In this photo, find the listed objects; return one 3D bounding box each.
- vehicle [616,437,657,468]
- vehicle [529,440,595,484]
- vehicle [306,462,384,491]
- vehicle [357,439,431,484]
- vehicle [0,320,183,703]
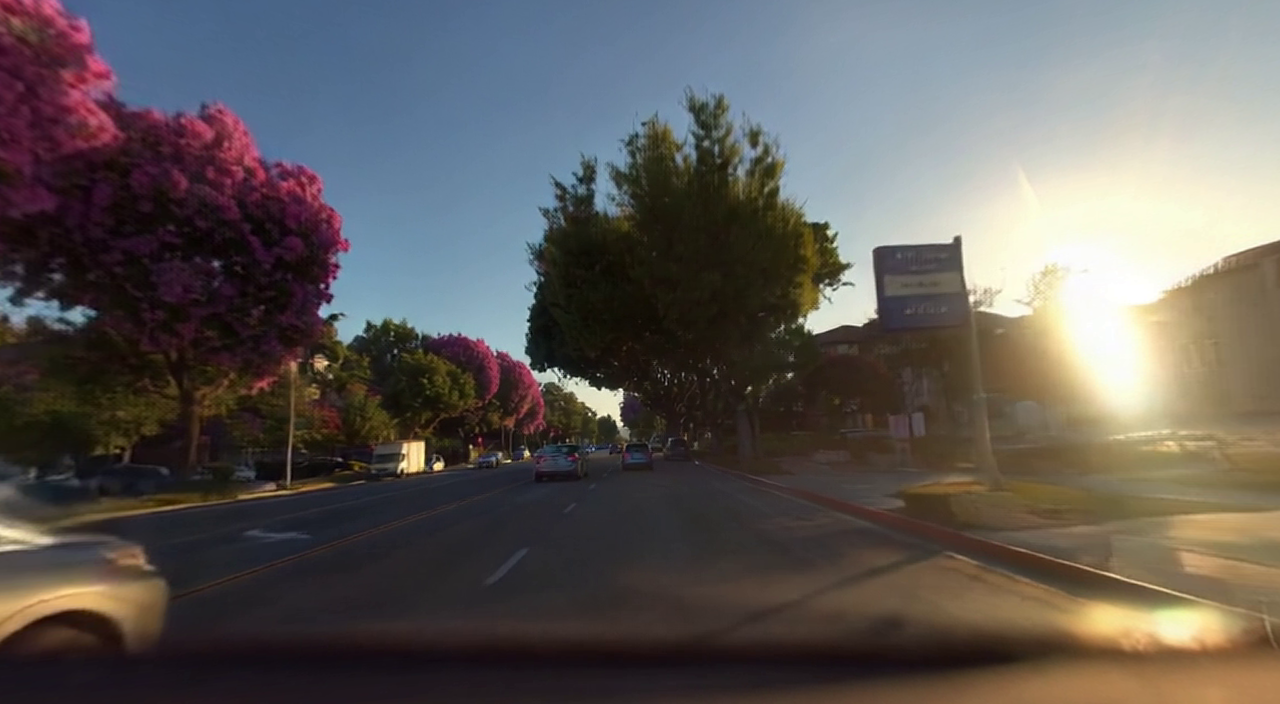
[{"bbox_3d":[-0.258,6.161,38.788,2.376,1.801,4.317,0,-9,-2],"label":"vehicle"},{"bbox_3d":[-3.096,4.474,25.983,2.167,1.634,4.220,0,-9,0],"label":"vehicle"},{"bbox_3d":[-16.305,6.875,35.231,1.880,1.372,4.915,0,-9,1],"label":"vehicle"},{"bbox_3d":[-16.428,7.280,42.578,2.474,2.431,6.256,-5,-7,-1],"label":"vehicle"},{"bbox_3d":[-3.116,0.512,0.163,2.257,1.751,5.028,0,-9,-1],"label":"vehicle"}]
